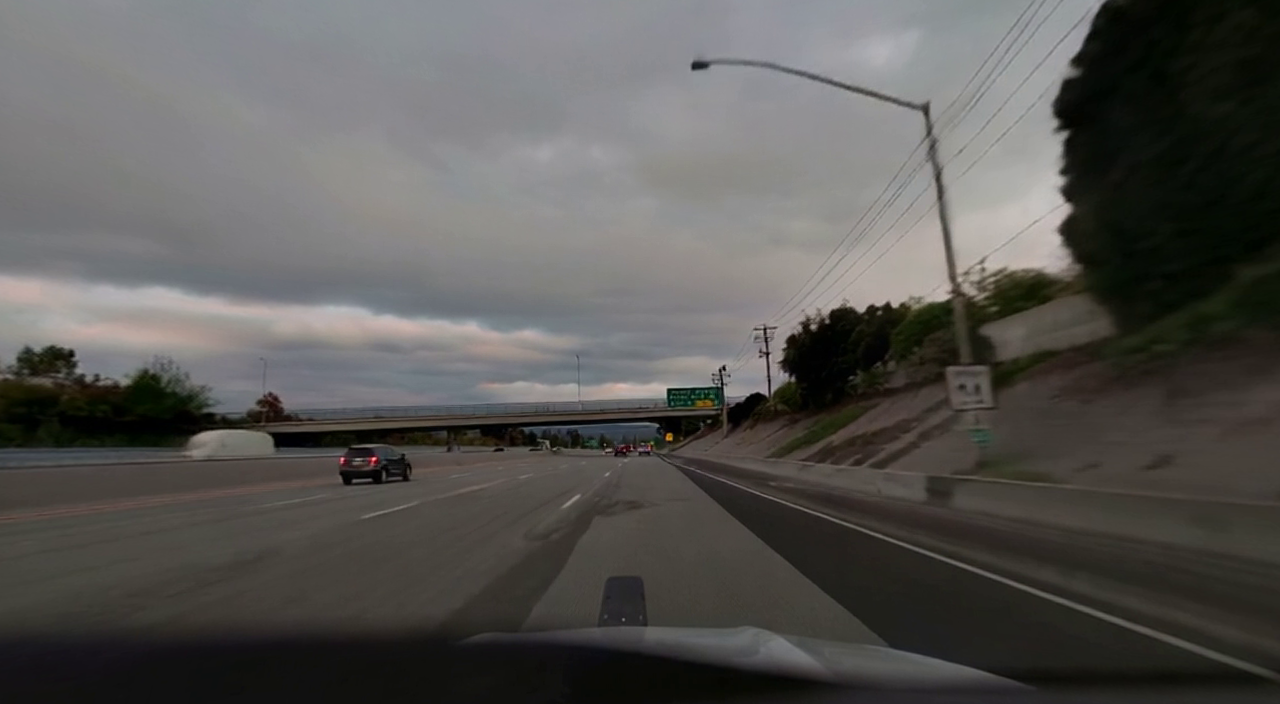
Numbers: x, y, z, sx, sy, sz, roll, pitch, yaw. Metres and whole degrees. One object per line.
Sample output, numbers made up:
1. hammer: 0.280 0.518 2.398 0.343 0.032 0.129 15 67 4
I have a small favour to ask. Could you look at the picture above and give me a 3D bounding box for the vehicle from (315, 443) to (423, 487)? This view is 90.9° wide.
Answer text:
1. vehicle: -10.144 4.235 24.066 2.056 1.476 4.562 -1 -8 1
